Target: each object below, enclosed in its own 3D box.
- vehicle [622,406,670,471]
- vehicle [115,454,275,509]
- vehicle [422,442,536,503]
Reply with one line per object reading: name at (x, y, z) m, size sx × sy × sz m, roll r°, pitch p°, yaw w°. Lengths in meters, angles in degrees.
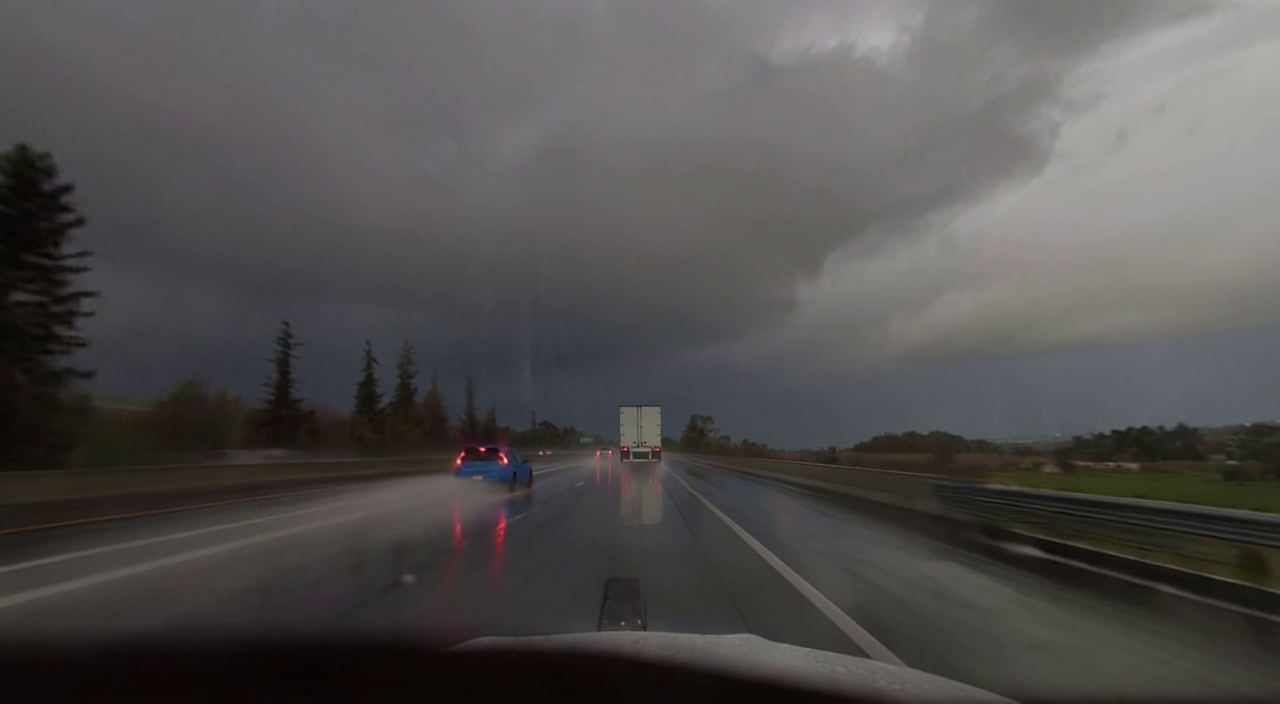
vehicle at (0.447, 6.047, 43.675) m, size 2.899 × 3.966 × 10.053 m, roll 0°, pitch -9°, yaw 1°
vehicle at (-13.386, 3.866, 19.319) m, size 1.815 × 1.437 × 4.195 m, roll 0°, pitch -9°, yaw 0°
vehicle at (-4.450, 3.398, 18.287) m, size 2.051 × 1.538 × 4.569 m, roll 0°, pitch -9°, yaw 1°
